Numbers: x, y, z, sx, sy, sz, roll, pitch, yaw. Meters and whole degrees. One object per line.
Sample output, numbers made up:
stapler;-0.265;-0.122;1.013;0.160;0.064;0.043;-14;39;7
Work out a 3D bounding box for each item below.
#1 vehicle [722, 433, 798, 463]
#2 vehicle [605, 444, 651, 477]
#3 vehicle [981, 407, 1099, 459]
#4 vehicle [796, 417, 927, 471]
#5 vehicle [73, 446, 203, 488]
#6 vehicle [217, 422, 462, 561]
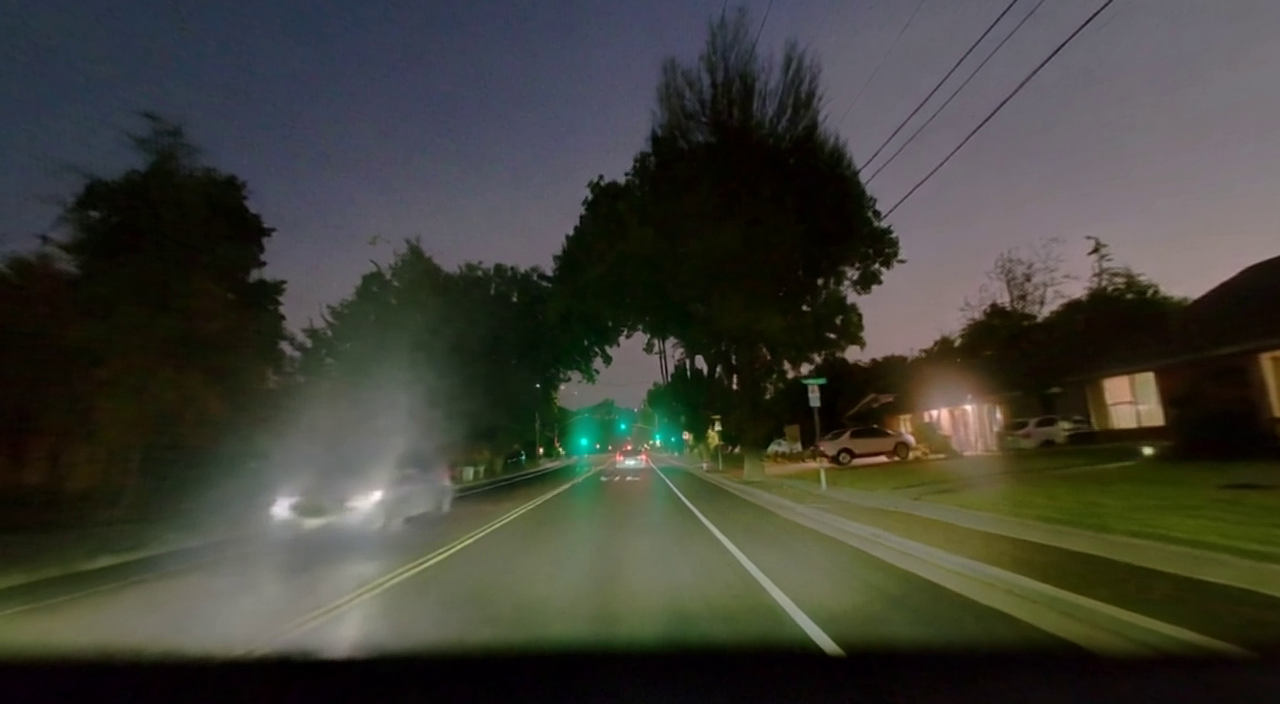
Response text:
vehicle;8.290;6.678;44.010;4.740;1.467;2.074;-6;-8;-3
vehicle;-0.572;5.281;31.029;2.098;1.483;4.099;0;-9;-1
vehicle;15.357;3.084;24.184;4.462;1.699;2.145;2;-9;-36
vehicle;9.306;3.904;26.830;4.634;1.723;1.966;-5;-9;-3
vehicle;-22.808;5.230;28.838;4.181;1.784;1.907;1;-9;-1
vehicle;-5.072;2.394;11.575;2.256;1.838;4.613;-4;-9;-1
